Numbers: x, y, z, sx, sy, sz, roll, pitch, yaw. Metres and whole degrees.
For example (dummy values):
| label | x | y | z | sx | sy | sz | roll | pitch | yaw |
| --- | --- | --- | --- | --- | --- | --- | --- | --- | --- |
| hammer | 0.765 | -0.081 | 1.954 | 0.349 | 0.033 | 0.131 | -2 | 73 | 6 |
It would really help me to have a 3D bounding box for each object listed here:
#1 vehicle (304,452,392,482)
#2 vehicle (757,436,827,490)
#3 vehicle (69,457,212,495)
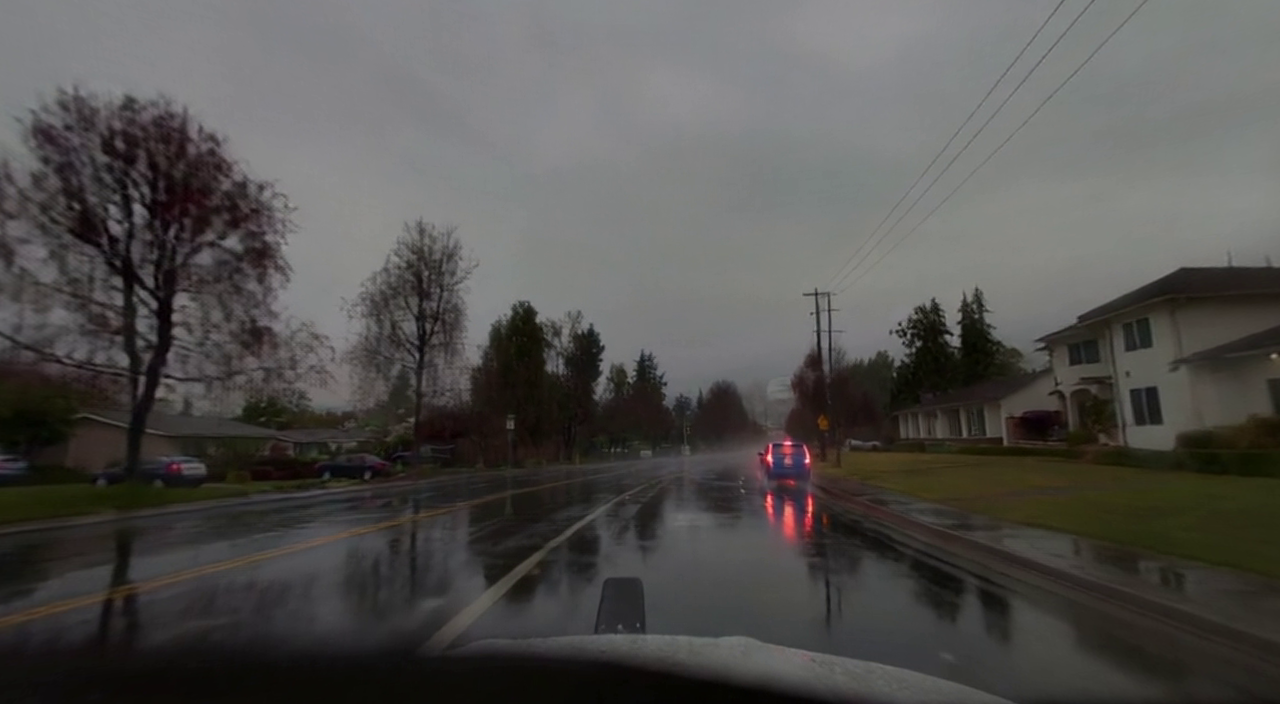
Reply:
| label | x | y | z | sx | sy | sz | roll | pitch | yaw |
| --- | --- | --- | --- | --- | --- | --- | --- | --- | --- |
| vehicle | -16.519 | 6.493 | 35.797 | 4.284 | 1.549 | 1.828 | -2 | -9 | 14 |
| vehicle | 5.507 | 4.050 | 23.418 | 1.989 | 1.782 | 4.351 | -1 | -9 | 7 |
| vehicle | -20.766 | 5.133 | 26.357 | 4.658 | 1.482 | 1.879 | -1 | -9 | 8 |
